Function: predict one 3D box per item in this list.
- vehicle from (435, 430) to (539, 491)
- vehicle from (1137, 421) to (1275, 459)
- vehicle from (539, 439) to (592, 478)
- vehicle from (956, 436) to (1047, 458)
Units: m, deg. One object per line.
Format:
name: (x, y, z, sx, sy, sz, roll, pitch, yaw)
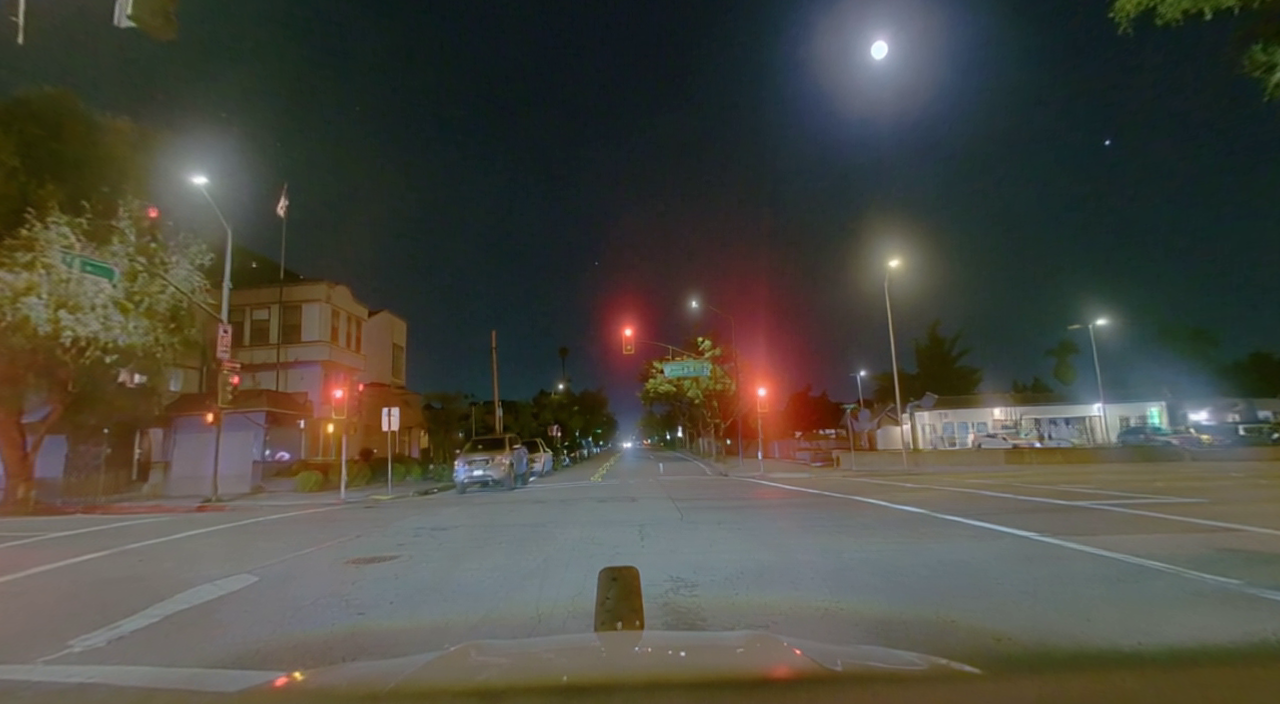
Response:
vehicle: (-6.526, 4.769, 28.264, 2.896, 2.339, 7.322, 0, -9, -1)
vehicle: (33.257, 5.191, 37.224, 5.969, 2.149, 2.331, 0, -9, -3)
vehicle: (-3.669, 5.319, 31.862, 2.120, 1.783, 4.788, 0, -9, -1)
vehicle: (25.012, 6.591, 43.825, 5.172, 1.515, 1.851, 0, -9, -2)
